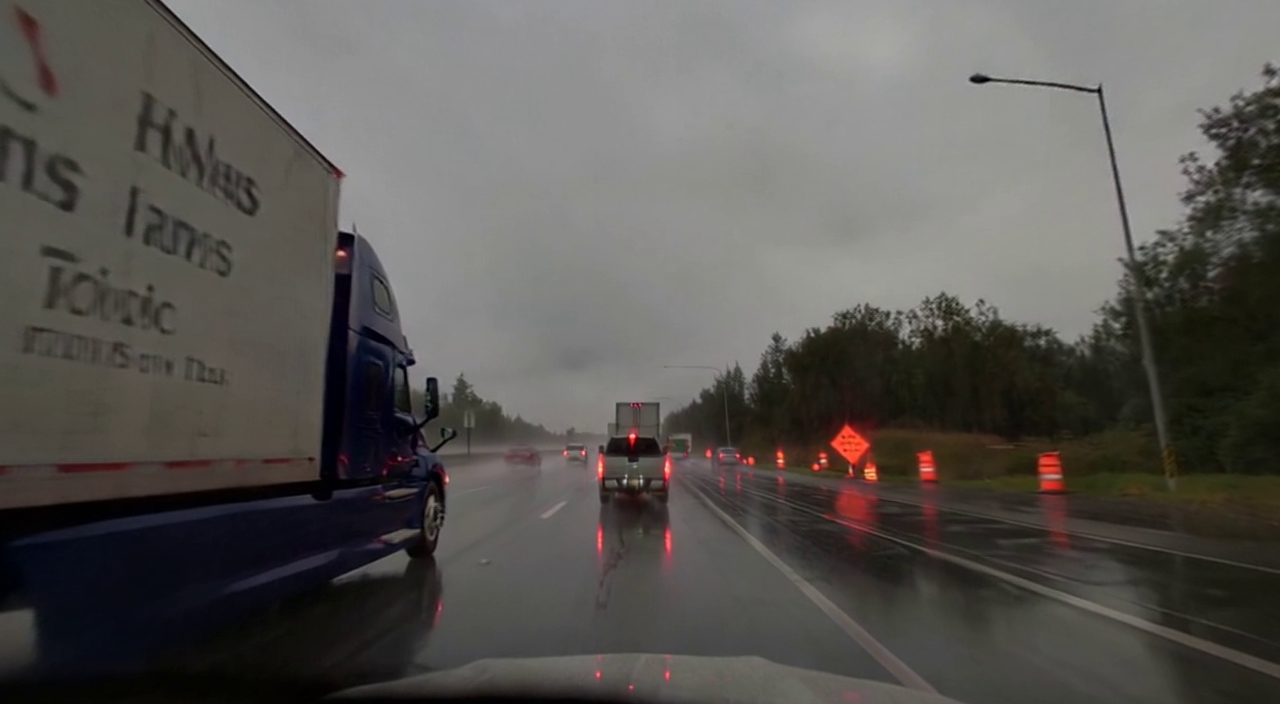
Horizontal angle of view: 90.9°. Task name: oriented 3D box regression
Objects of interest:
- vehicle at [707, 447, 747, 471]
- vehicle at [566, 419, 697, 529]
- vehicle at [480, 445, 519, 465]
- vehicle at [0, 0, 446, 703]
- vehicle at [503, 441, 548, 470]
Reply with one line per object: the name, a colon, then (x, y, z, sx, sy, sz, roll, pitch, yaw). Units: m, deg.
vehicle: (5.615, 6.966, 41.289, 1.918, 1.479, 4.571, 0, -9, -1)
vehicle: (-0.155, 2.310, 12.394, 2.152, 1.779, 3.924, 0, -9, 0)
vehicle: (-11.019, 8.091, 49.647, 1.985, 1.496, 4.583, 0, -9, 0)
vehicle: (-3.827, 0.043, 3.036, 2.990, 3.885, 8.243, 0, -9, 1)
vehicle: (-7.091, 6.473, 39.537, 1.950, 1.716, 4.436, 0, -9, 1)
